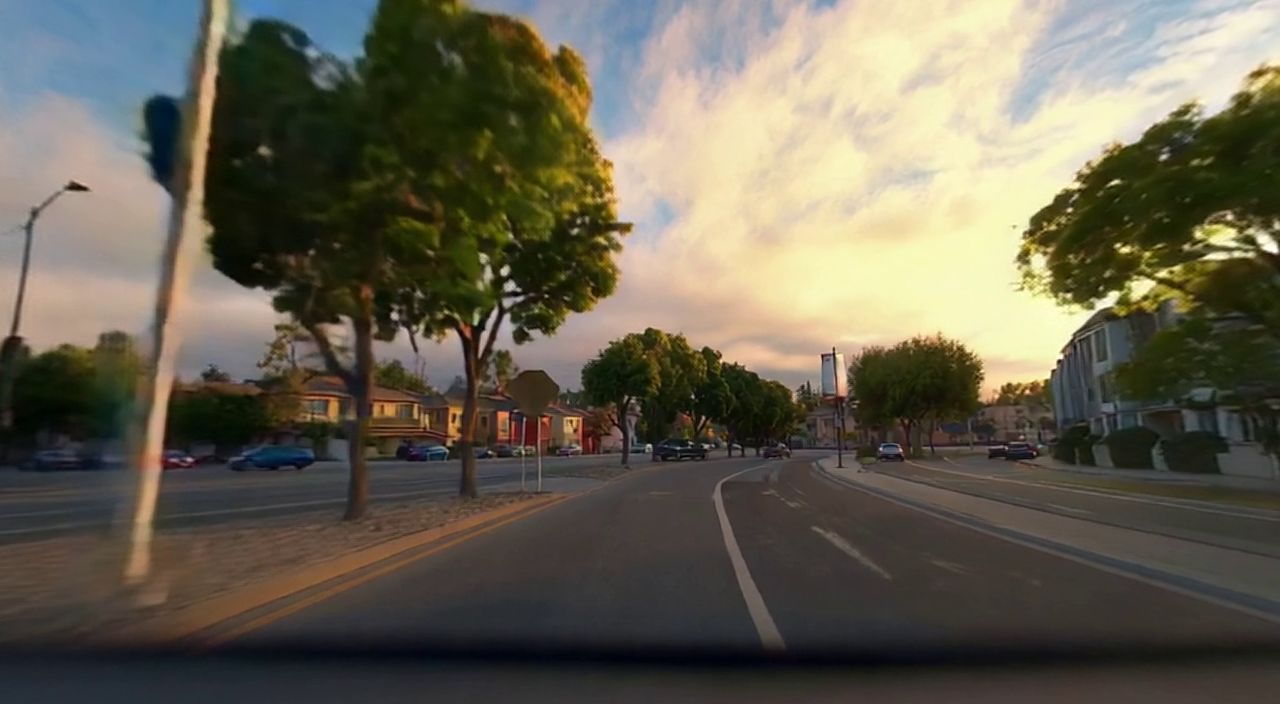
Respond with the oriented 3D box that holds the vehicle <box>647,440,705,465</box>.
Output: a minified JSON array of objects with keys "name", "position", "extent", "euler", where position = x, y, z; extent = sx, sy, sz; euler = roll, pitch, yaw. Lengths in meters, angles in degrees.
[{"name":"vehicle","position":[2.428,6.571,41.374],"extent":[2.081,1.489,4.863],"euler":[-4,-10,26]}]

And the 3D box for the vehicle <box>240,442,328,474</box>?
[{"name":"vehicle","position":[-18.240,5.418,32.516],"extent":[1.753,1.553,3.575],"euler":[-3,-9,20]}]

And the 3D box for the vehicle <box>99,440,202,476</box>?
[{"name":"vehicle","position":[-29.831,6.548,38.678],"extent":[1.944,1.714,4.408],"euler":[-8,-16,22]}]

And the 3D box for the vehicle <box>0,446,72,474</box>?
[{"name":"vehicle","position":[-36.652,6.476,38.027],"extent":[4.207,1.612,1.951],"euler":[-4,-9,24]}]
